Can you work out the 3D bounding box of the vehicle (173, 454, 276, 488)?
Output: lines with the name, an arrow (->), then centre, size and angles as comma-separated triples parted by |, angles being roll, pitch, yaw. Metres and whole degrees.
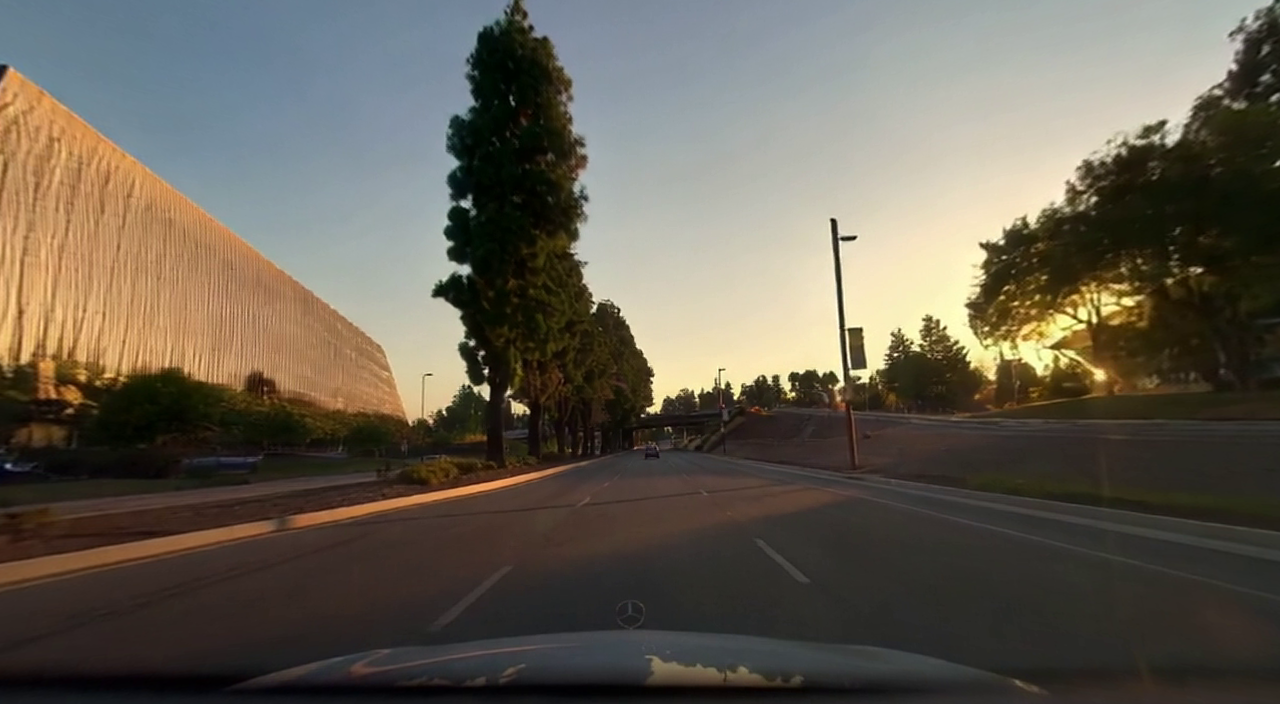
vehicle -> -21.523, 6.159, 32.939 | 1.945, 1.481, 5.005 | -3, -8, 1
